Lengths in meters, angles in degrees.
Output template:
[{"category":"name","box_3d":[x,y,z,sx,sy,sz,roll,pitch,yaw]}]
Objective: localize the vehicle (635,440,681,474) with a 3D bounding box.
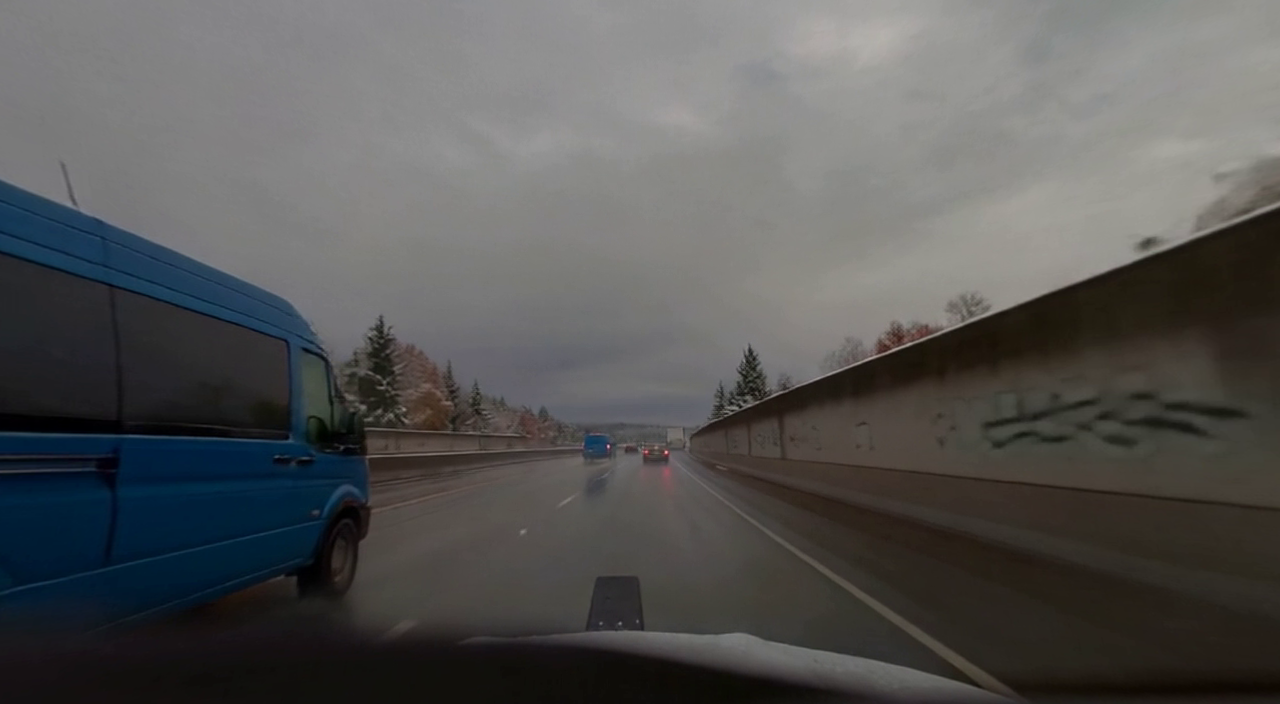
[{"category":"vehicle","box_3d":[0.848,4.995,30.319,2.071,1.487,3.948,0,-8,1]}]

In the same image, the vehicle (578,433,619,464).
[{"category":"vehicle","box_3d":[-2.744,6.555,42.857,2.199,1.973,5.078,0,-8,3]}]

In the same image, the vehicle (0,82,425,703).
[{"category":"vehicle","box_3d":[-3.661,0.497,3.940,2.297,2.687,6.317,0,-8,1]}]
